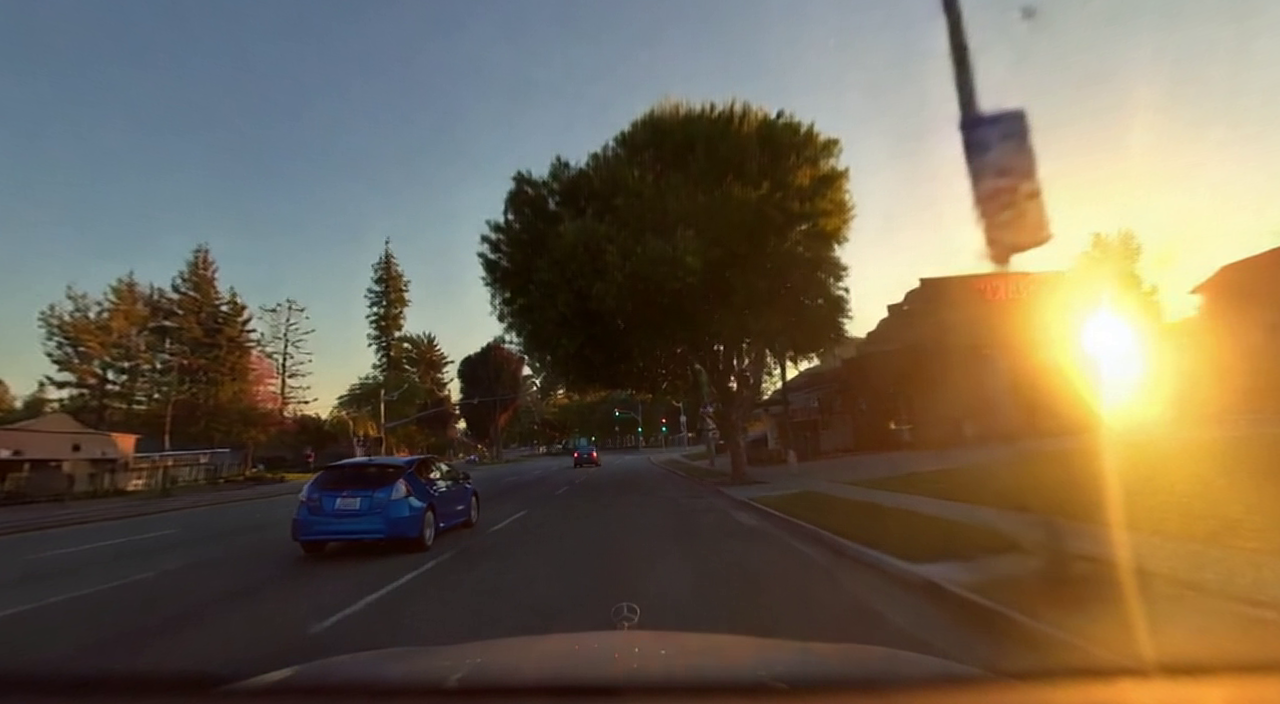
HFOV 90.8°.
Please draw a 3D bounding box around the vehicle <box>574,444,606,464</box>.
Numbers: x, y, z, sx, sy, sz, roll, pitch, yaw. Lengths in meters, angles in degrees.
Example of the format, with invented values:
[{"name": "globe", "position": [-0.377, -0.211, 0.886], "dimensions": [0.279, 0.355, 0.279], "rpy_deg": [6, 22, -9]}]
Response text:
[{"name": "vehicle", "position": [-3.813, 7.874, 48.885], "dimensions": [2.054, 1.449, 4.772], "rpy_deg": [0, -8, 1]}]
